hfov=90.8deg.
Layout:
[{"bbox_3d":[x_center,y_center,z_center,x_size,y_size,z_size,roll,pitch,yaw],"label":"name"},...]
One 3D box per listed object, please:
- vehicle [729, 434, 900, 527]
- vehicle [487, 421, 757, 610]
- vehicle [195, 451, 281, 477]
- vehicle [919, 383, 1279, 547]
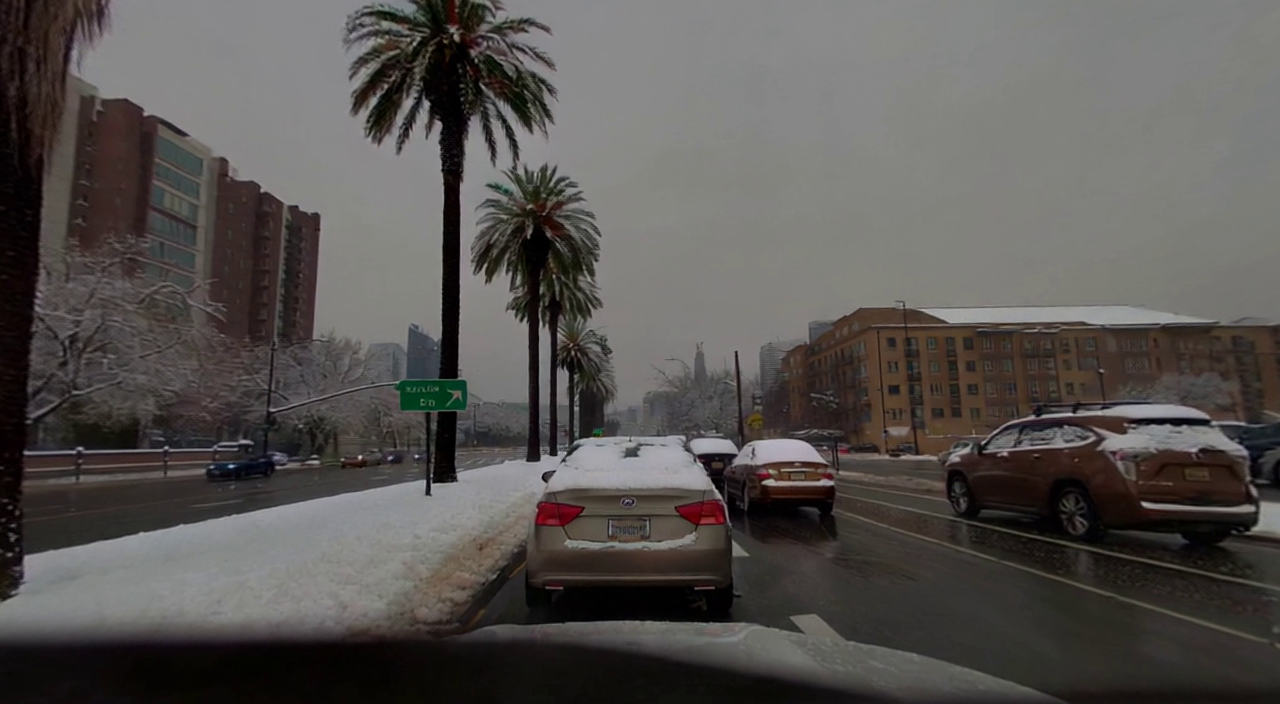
[{"bbox_3d":[3.084,2.366,12.245,1.925,1.451,4.436,0,-8,-2],"label":"vehicle"},{"bbox_3d":[-0.154,1.606,7.105,2.158,1.498,3.919,0,-8,0],"label":"vehicle"},{"bbox_3d":[-23.779,6.624,37.595,1.972,1.425,4.765,0,-8,0],"label":"vehicle"},{"bbox_3d":[7.202,1.852,10.906,2.254,2.072,5.577,0,-8,1],"label":"vehicle"}]
